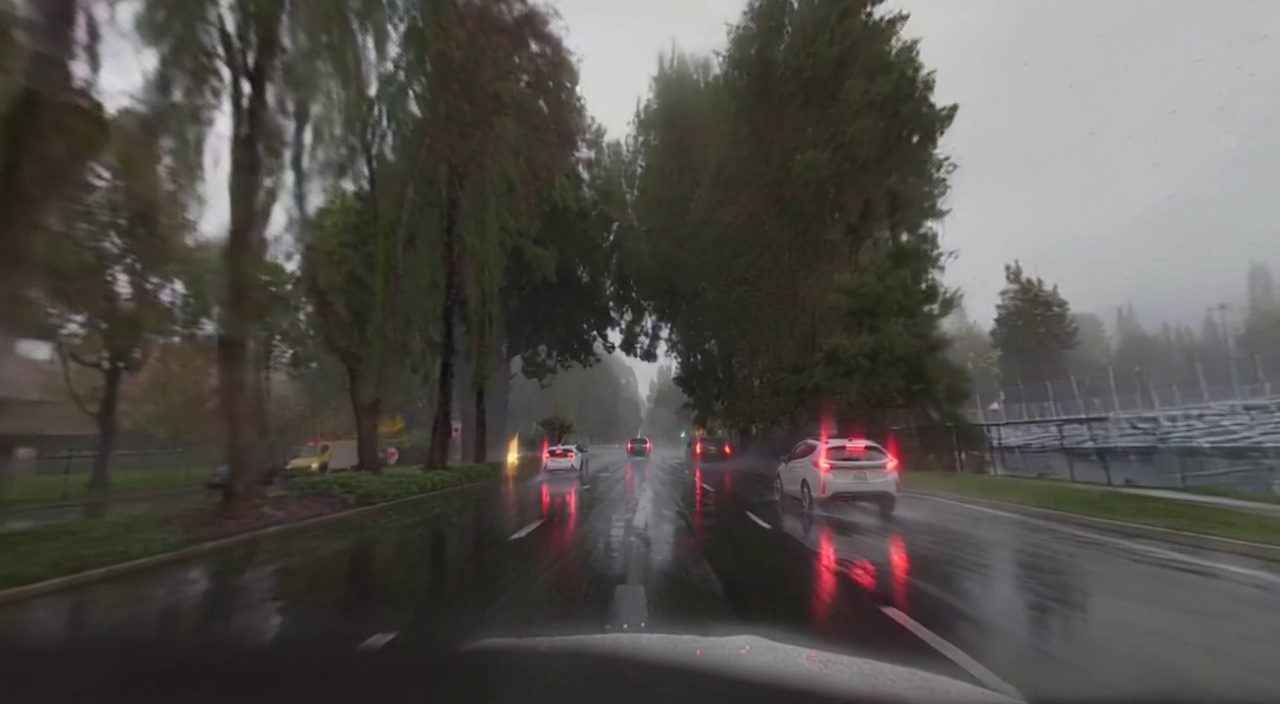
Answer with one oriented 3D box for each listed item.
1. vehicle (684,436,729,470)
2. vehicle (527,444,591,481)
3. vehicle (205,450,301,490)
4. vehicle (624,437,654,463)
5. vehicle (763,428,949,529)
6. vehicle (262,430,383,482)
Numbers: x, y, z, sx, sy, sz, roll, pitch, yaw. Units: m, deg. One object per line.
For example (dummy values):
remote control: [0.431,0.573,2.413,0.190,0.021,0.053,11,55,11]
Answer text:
vehicle: [3.598,5.543,34.832,1.980,1.709,4.367,0,-8,-1]
vehicle: [-3.102,4.311,24.925,2.013,1.354,3.908,0,-8,0]
vehicle: [-22.263,6.765,36.612,2.159,1.908,5.564,-2,-8,-1]
vehicle: [-0.094,7.529,48.725,2.247,1.882,4.603,0,-8,-1]
vehicle: [3.683,2.227,11.675,1.919,1.502,4.232,0,-8,0]
vehicle: [-22.355,7.385,45.492,2.816,3.267,11.356,0,-8,0]
